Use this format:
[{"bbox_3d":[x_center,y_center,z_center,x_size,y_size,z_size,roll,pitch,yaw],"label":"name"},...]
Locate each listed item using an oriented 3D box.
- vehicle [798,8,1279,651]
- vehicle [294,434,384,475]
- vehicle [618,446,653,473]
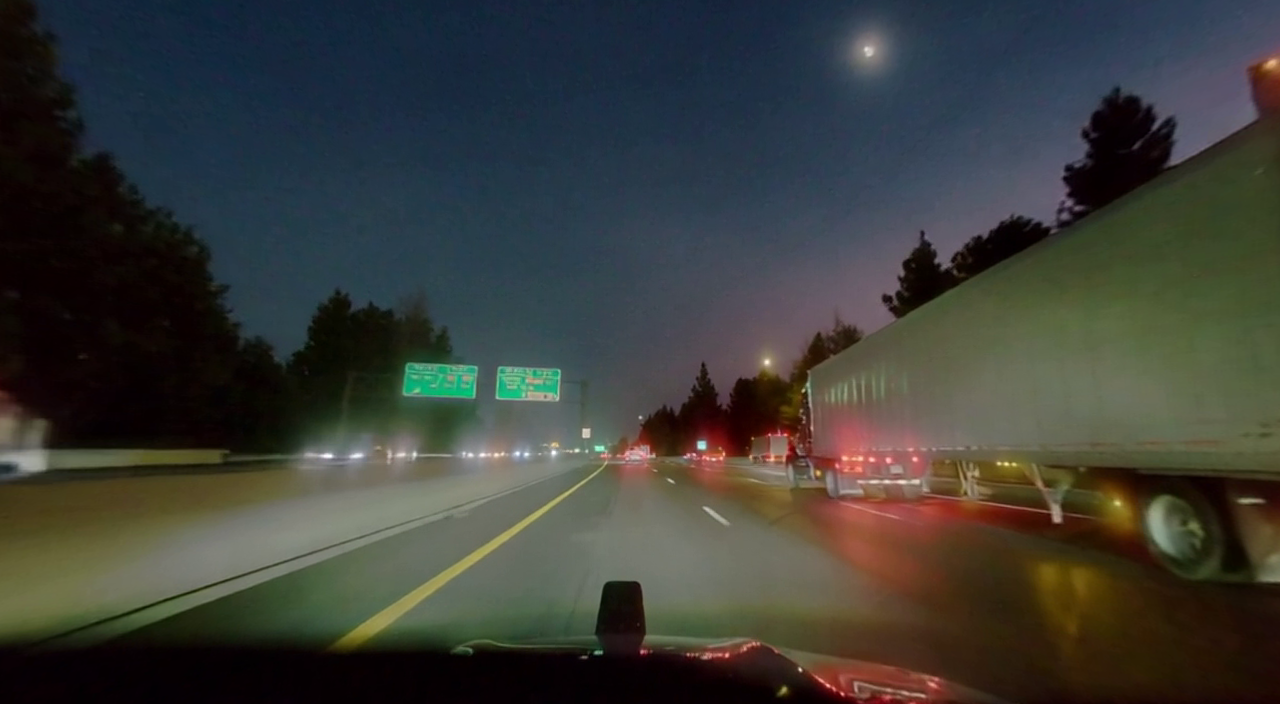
[{"bbox_3d":[5.635,0.812,10.093,2.890,4.006,14.039,-1,-9,1],"label":"vehicle"},{"bbox_3d":[-12.147,4.151,25.703,1.778,1.524,3.800,0,-9,0],"label":"vehicle"},{"bbox_3d":[-0.270,6.675,39.213,2.111,1.599,3.859,0,-9,0],"label":"vehicle"}]
